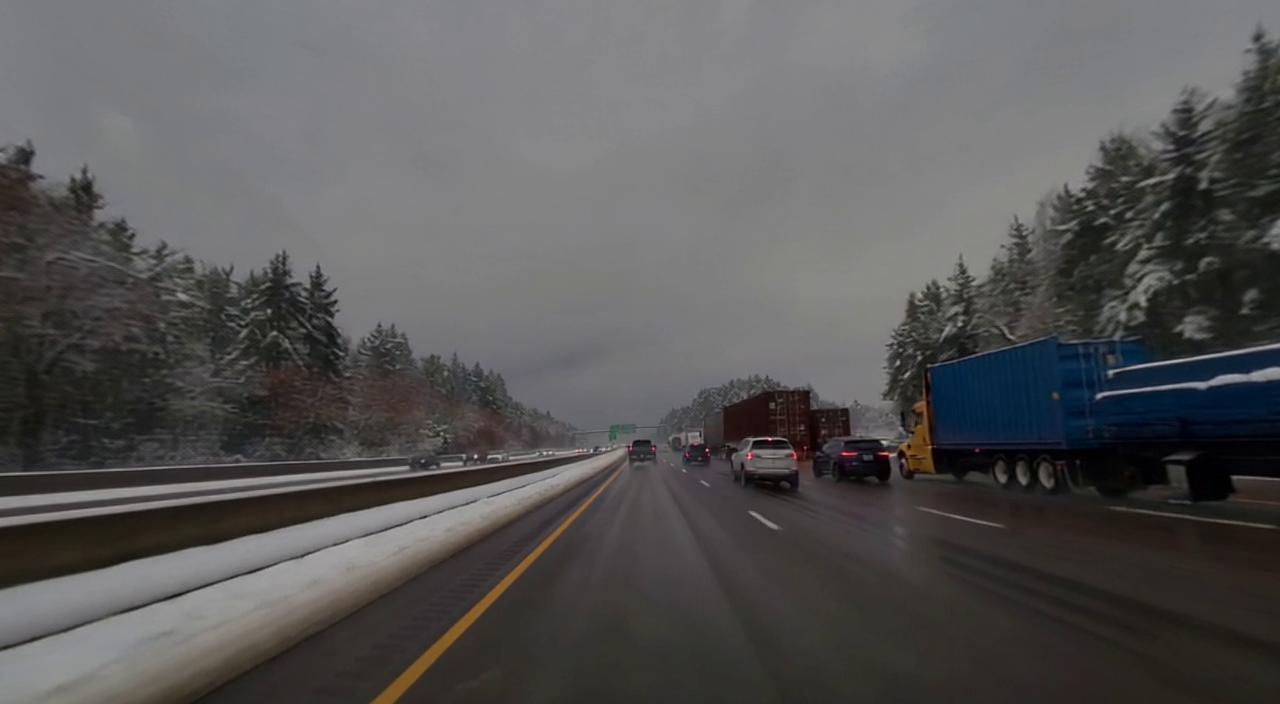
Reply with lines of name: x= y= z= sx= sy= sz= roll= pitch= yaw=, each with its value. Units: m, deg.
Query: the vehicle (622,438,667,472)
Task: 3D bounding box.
vehicle: x=0.249 y=5.711 z=35.108 sx=2.313 sy=1.736 sz=4.215 roll=0 pitch=-8 yaw=0

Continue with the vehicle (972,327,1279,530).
vehicle: x=11.649 y=1.840 z=14.260 sx=2.786 sy=3.226 sz=9.750 roll=0 pitch=-8 yaw=0

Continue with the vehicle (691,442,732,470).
vehicle: x=4.158 y=6.087 z=37.003 sx=1.888 sy=1.501 sz=4.608 roll=0 pitch=-8 yaw=0

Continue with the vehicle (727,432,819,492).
vehicle: x=4.081 y=3.423 z=19.946 sx=1.972 sy=1.693 sz=4.139 roll=0 pitch=-8 yaw=-1

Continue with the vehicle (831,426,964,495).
vehicle: x=7.633 y=3.255 z=19.196 sx=1.985 sy=1.835 sz=4.681 roll=0 pitch=-8 yaw=-1
